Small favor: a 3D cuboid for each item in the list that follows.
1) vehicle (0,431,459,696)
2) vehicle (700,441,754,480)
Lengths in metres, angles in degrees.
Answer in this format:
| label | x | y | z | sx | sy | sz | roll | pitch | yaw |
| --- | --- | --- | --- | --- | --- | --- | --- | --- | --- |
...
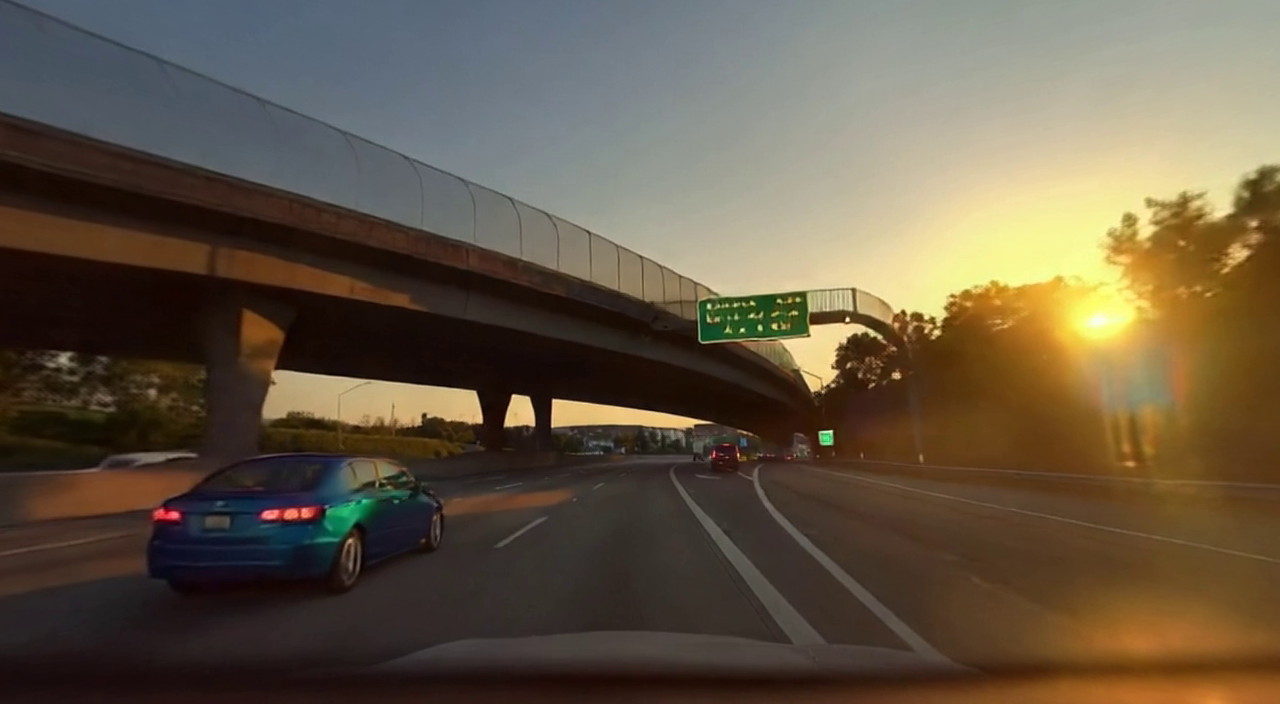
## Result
| label | x | y | z | sx | sy | sz | roll | pitch | yaw |
| --- | --- | --- | --- | --- | --- | --- | --- | --- | --- |
| vehicle | -3.342 | 1.580 | 5.878 | 1.937 | 1.490 | 4.372 | -1 | -9 | 1 |
| vehicle | 4.400 | 5.568 | 32.496 | 2.225 | 1.833 | 4.340 | -1 | -9 | 1 |
